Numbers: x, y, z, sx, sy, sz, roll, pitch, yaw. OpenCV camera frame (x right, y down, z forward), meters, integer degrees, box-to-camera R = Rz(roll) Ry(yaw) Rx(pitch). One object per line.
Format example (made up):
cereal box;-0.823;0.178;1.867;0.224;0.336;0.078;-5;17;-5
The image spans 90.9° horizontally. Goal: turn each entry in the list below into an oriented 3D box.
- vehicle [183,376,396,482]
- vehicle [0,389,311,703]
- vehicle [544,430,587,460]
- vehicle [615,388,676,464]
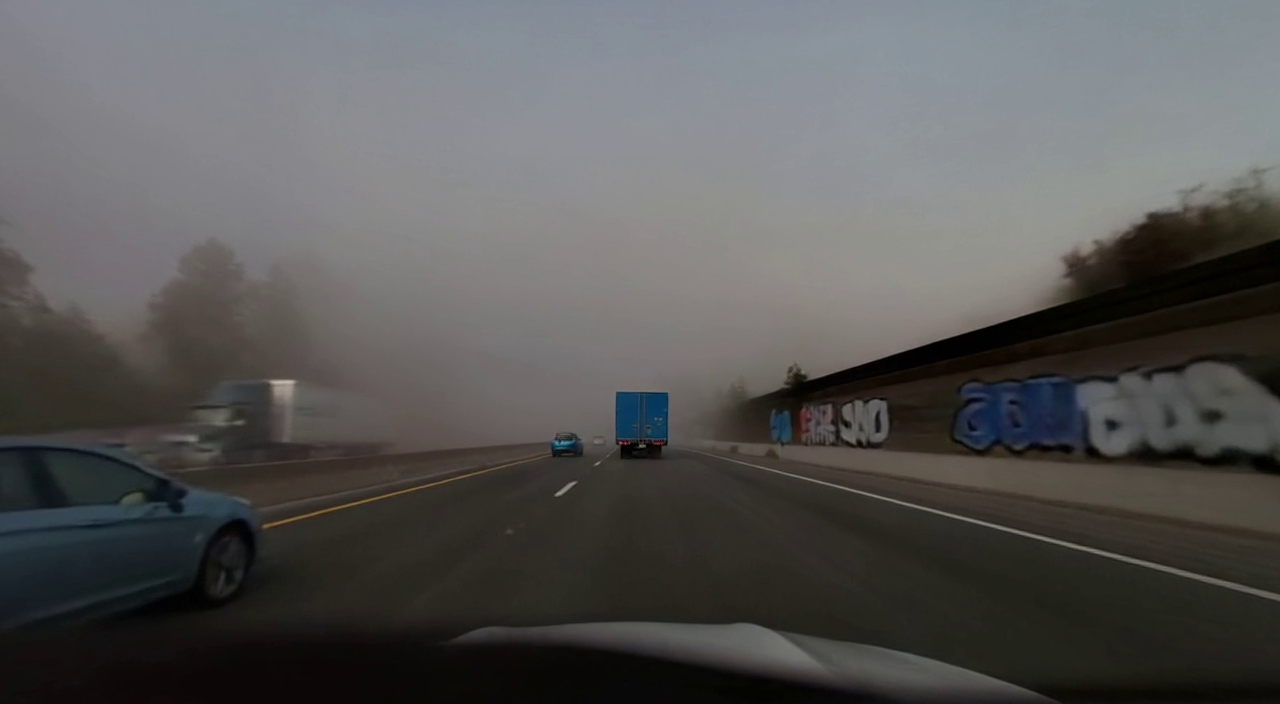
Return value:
vehicle;-18.015;4.275;34.866;3.046;4.510;15.847;0;-7;-1
vehicle;-4.084;1.033;3.666;1.948;1.526;4.525;0;-8;-1
vehicle;-4.326;5.488;37.288;2.058;1.645;4.130;0;-8;0
vehicle;0.177;4.185;35.168;2.927;3.649;9.443;0;-8;-1
